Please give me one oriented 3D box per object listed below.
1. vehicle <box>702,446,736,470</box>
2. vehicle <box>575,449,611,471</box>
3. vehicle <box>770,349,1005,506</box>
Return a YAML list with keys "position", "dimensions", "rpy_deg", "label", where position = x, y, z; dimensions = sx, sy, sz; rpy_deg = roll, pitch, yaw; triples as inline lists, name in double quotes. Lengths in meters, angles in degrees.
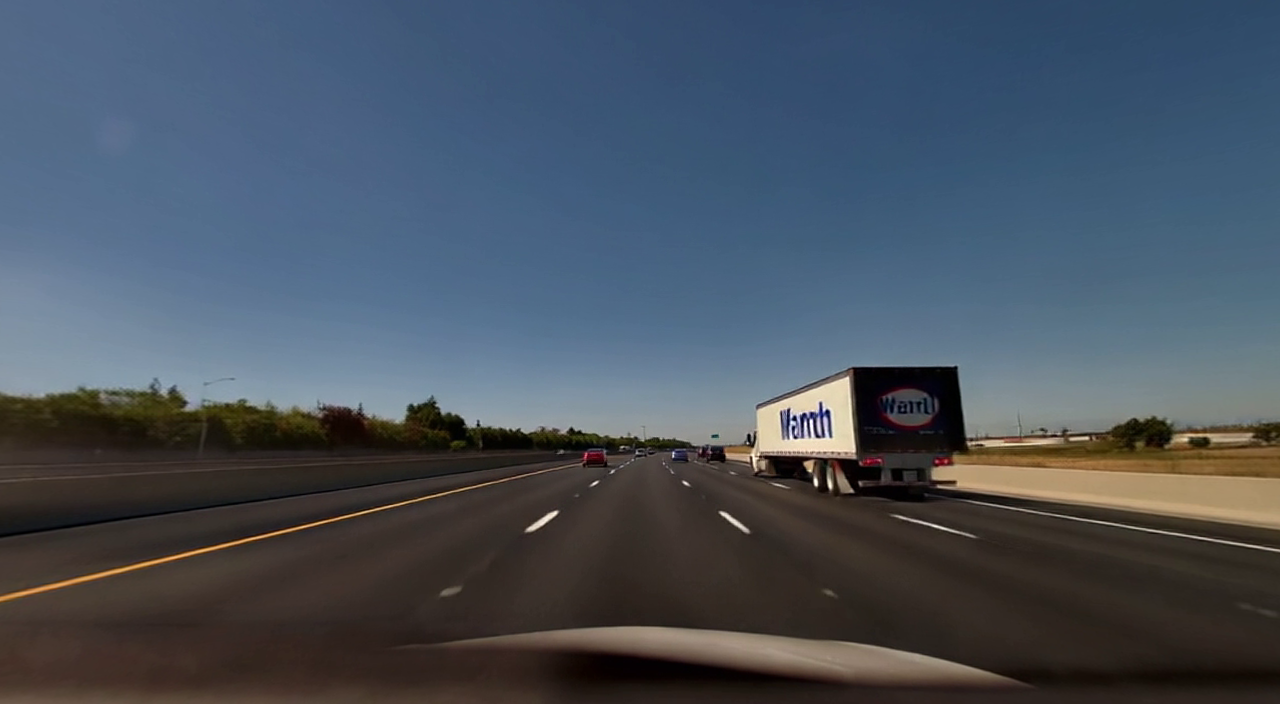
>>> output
- position: [5.995, 8.112, 48.405]
  dimensions: [2.188, 1.727, 4.381]
  rpy_deg: [0, -9, 2]
  label: "vehicle"
- position: [-3.357, 7.813, 45.925]
  dimensions: [2.164, 1.507, 4.748]
  rpy_deg: [0, -9, 1]
  label: "vehicle"
- position: [8.138, 3.147, 24.462]
  dimensions: [2.912, 4.143, 15.538]
  rpy_deg: [0, -9, 0]
  label: "vehicle"
